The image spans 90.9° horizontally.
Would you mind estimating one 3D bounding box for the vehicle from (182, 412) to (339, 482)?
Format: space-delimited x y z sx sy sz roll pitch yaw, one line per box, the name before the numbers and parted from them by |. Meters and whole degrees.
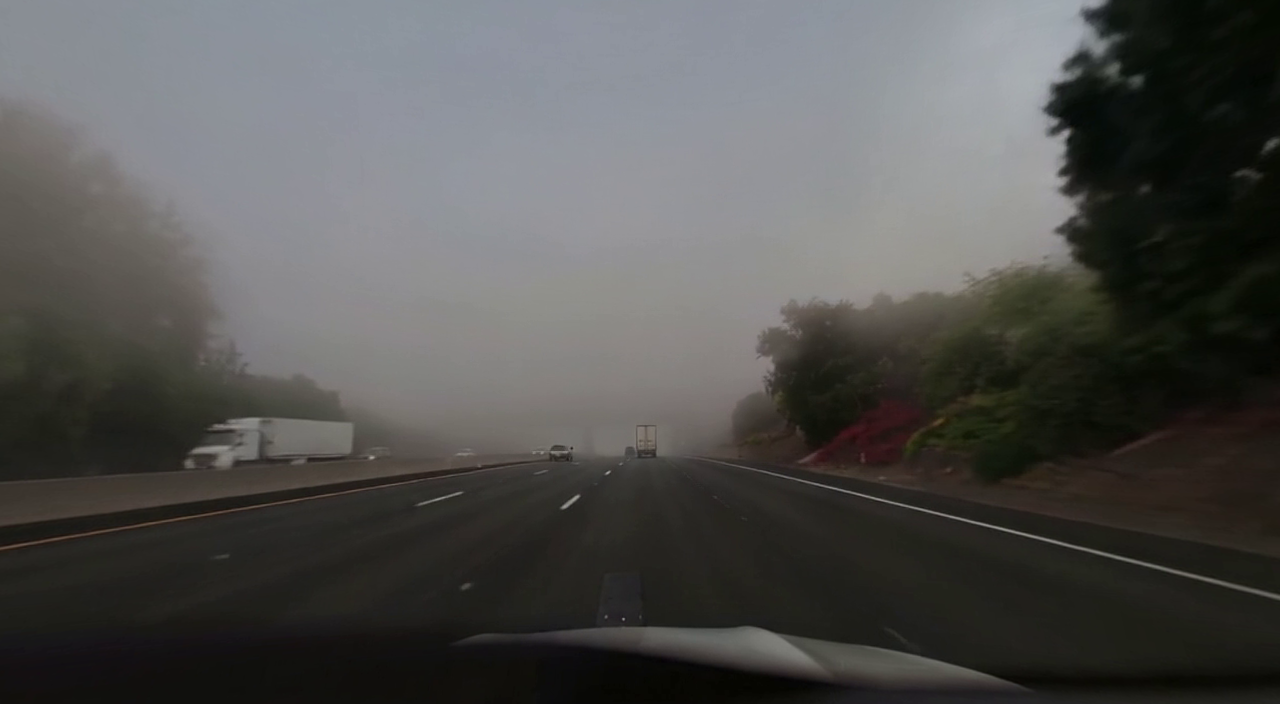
vehicle | -23.874 6.128 40.841 2.957 3.849 11.259 0 -8 1
